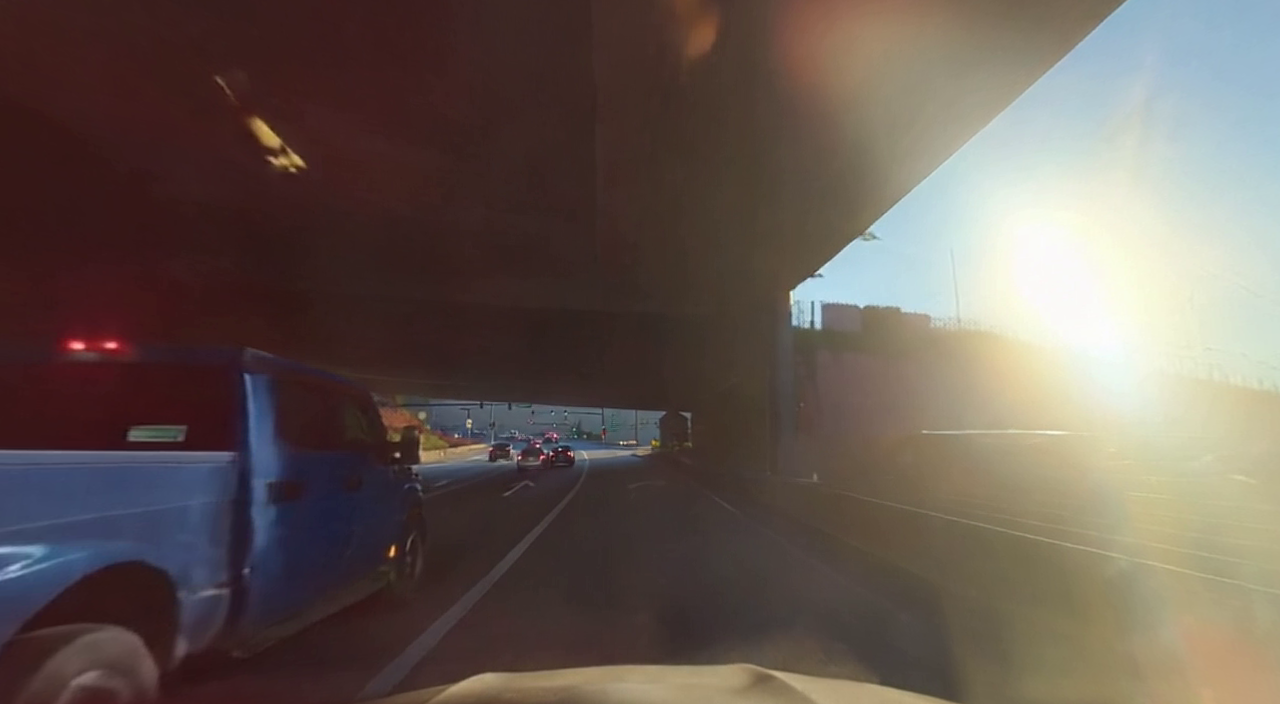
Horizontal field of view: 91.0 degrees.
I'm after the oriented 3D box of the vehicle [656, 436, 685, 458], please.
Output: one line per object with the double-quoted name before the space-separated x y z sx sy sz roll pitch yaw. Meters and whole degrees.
"vehicle" 2.180 6.636 44.102 1.947 1.475 3.962 -1 -8 4
